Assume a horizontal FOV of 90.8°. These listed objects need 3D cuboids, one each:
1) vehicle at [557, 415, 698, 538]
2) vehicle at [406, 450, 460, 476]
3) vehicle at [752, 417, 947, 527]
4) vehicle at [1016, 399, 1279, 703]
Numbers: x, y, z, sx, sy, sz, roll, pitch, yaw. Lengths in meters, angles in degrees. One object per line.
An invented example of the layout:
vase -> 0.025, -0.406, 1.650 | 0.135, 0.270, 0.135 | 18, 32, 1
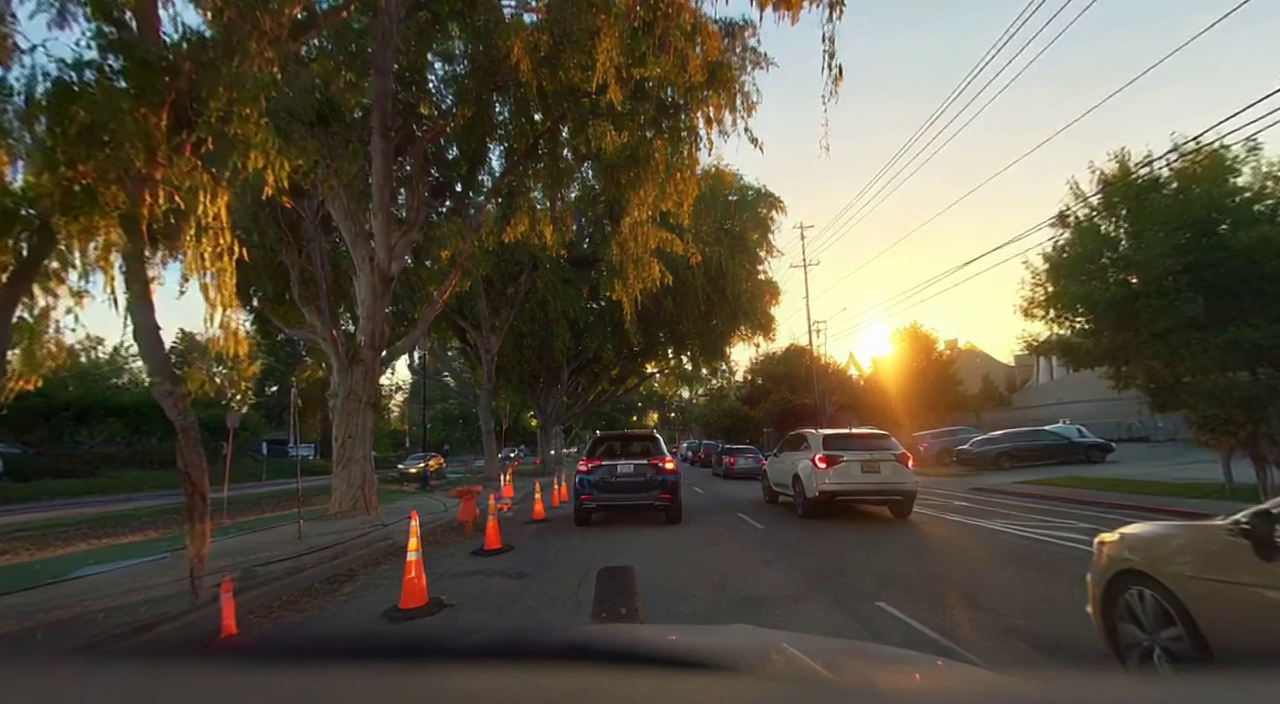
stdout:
vehicle -> -0.233, 2.098, 11.216 | 2.050, 1.745, 3.915 | 0, -8, -1
vehicle -> -12.434, 6.665, 38.190 | 1.836, 1.451, 4.456 | -1, -8, -1
vehicle -> 3.796, 2.276, 12.543 | 2.116, 1.726, 4.672 | 0, -8, -2
vehicle -> 3.443, 0.807, 1.746 | 1.977, 1.460, 4.565 | -1, -8, 0
